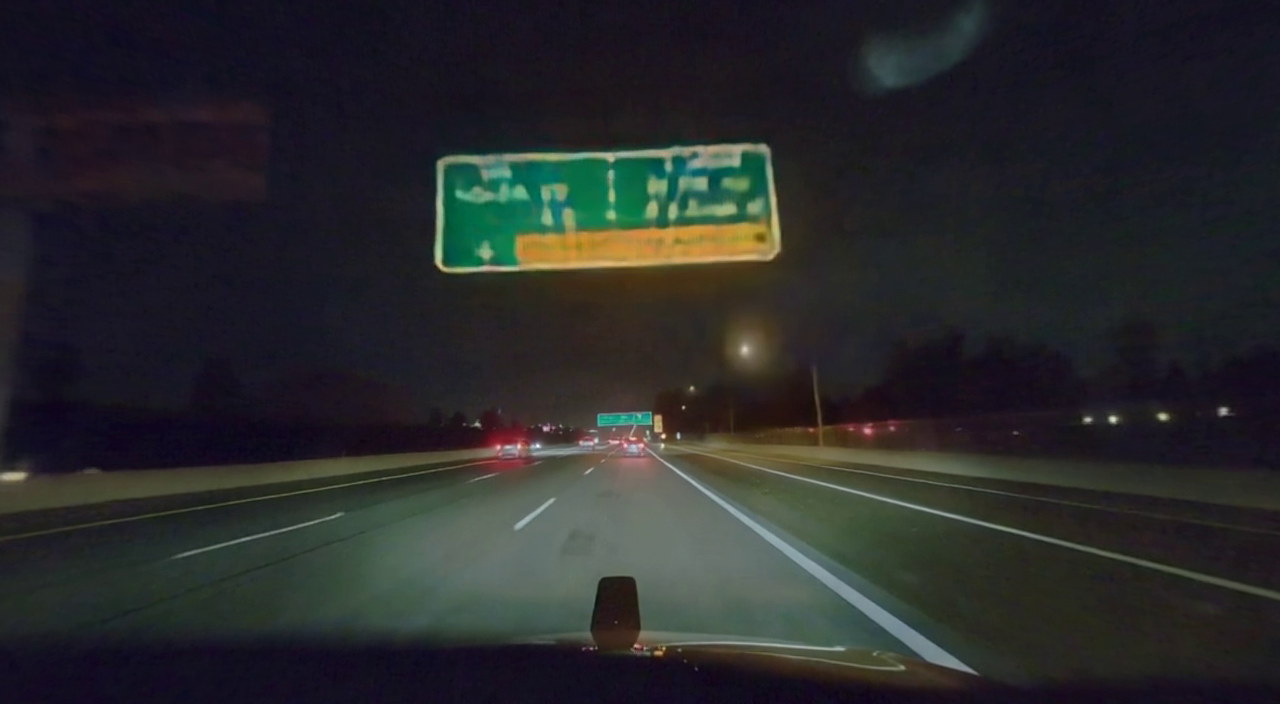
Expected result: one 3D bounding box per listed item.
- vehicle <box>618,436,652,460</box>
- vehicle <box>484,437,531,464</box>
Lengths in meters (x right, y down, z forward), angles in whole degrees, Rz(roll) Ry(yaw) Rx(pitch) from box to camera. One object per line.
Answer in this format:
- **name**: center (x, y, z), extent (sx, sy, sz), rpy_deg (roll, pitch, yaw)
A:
- **vehicle**: center (-0.334, 6.008, 39.485), extent (2.072, 1.440, 3.690), rpy_deg (0, -8, -1)
- **vehicle**: center (-8.044, 6.017, 38.563), extent (1.939, 1.504, 4.727), rpy_deg (0, -8, -1)
